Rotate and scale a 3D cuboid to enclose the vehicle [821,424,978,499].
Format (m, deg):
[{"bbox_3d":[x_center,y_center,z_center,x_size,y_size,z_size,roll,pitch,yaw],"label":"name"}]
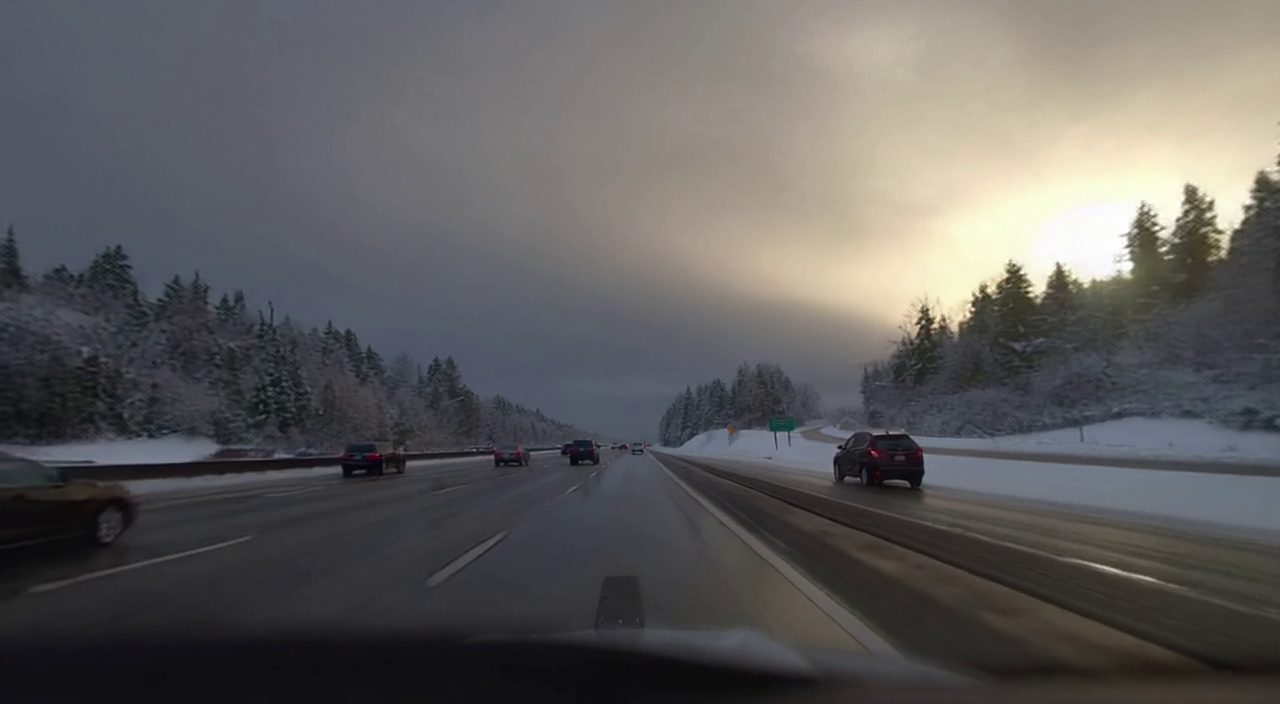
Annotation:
[{"bbox_3d":[7.082,3.050,17.934,2.259,1.816,4.862,0,-9,-2],"label":"vehicle"}]

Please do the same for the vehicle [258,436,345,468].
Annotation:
[{"bbox_3d":[-20.881,6.219,39.195,2.209,1.819,5.690,0,-9,1],"label":"vehicle"}]

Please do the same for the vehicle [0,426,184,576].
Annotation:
[{"bbox_3d":[-7.434,1.498,6.382,2.071,1.486,4.703,0,-9,0],"label":"vehicle"}]

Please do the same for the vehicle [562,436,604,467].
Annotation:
[{"bbox_3d":[-3.798,6.735,42.859,2.288,1.962,5.119,0,-9,1],"label":"vehicle"}]

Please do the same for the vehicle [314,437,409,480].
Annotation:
[{"bbox_3d":[-11.329,4.354,25.988,1.958,1.633,4.302,0,-9,0],"label":"vehicle"}]

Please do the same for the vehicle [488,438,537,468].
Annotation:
[{"bbox_3d":[-7.867,6.261,39.215,2.087,1.755,4.457,0,-9,0],"label":"vehicle"}]

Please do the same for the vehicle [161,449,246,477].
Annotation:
[{"bbox_3d":[-24.836,6.313,36.025,1.866,1.490,4.134,0,-9,0],"label":"vehicle"}]
